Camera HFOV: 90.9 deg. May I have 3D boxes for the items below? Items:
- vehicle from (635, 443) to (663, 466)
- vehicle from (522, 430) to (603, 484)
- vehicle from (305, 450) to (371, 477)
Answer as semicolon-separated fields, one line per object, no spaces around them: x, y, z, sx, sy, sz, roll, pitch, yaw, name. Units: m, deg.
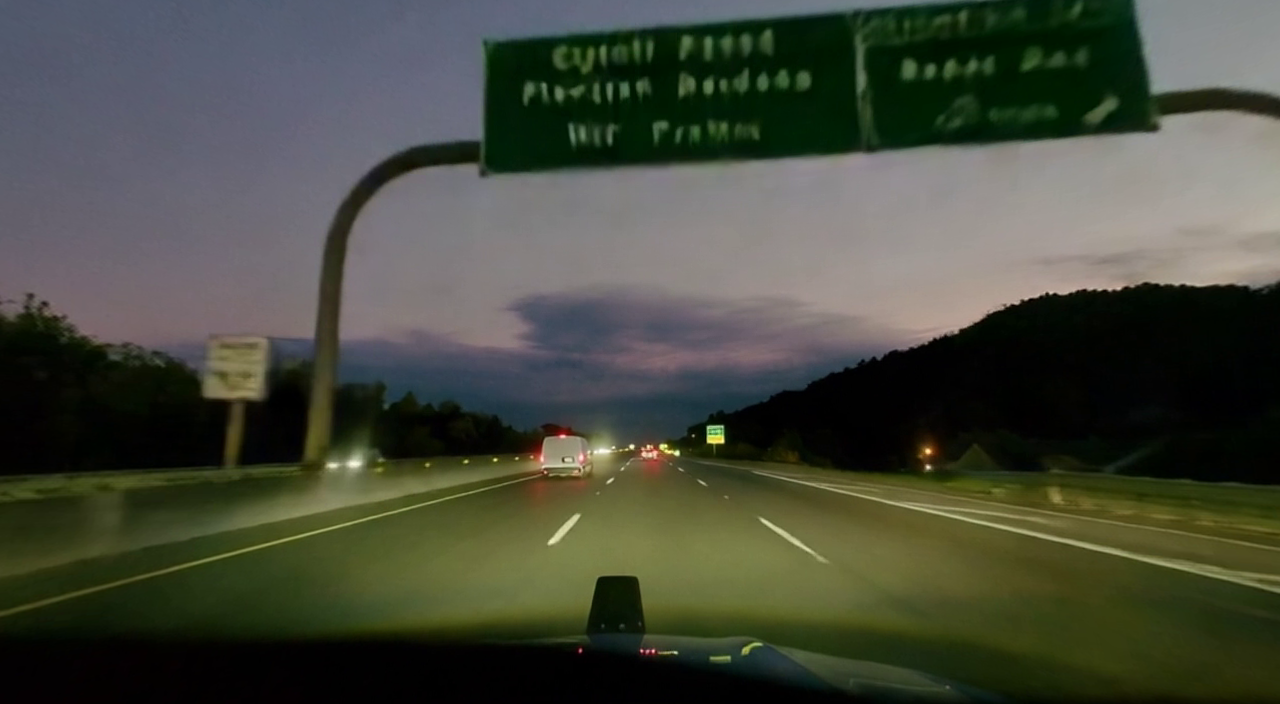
0.656;8.044;49.501;2.067;1.690;3.901;0;-9;-1;vehicle
-3.015;4.306;26.000;2.572;1.927;5.803;0;-9;0;vehicle
-18.488;6.808;38.780;2.010;1.535;3.964;0;-9;1;vehicle
